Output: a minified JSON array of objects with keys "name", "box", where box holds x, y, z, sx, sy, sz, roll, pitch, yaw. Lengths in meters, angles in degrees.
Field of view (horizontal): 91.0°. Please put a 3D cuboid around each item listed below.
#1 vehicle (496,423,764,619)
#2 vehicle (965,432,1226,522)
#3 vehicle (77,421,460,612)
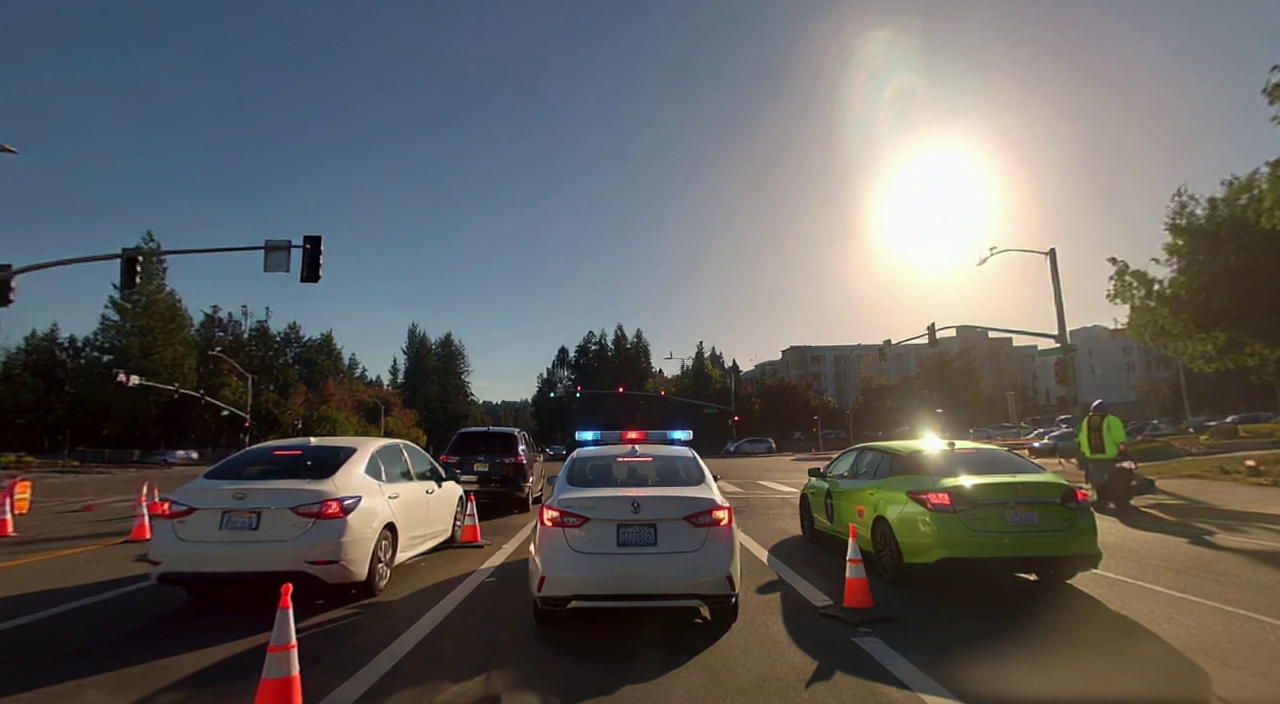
[{"name":"vehicle","box":[-0.122,1.626,7.084,2.061,1.486,4.332,0,-8,-1]},{"name":"vehicle","box":[9.349,2.575,13.584,1.957,1.576,4.670,0,-9,-3]},{"name":"vehicle","box":[-3.595,1.630,7.156,1.863,1.526,4.006,0,-8,0]}]
